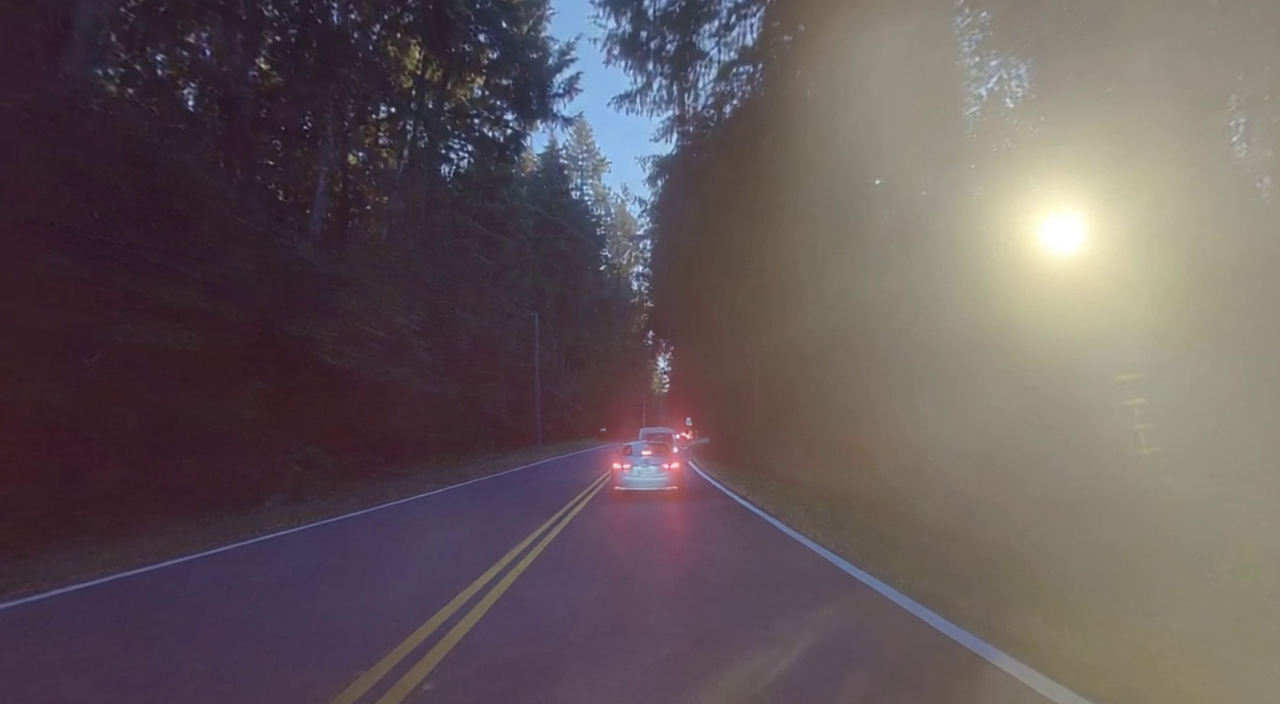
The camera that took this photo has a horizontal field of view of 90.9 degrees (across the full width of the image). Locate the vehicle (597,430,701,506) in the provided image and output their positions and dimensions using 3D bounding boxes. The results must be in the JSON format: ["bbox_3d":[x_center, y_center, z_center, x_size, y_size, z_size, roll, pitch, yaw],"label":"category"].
[{"bbox_3d":[0.166,2.607,14.576,2.081,1.503,3.726,0,-8,-1],"label":"vehicle"}]
